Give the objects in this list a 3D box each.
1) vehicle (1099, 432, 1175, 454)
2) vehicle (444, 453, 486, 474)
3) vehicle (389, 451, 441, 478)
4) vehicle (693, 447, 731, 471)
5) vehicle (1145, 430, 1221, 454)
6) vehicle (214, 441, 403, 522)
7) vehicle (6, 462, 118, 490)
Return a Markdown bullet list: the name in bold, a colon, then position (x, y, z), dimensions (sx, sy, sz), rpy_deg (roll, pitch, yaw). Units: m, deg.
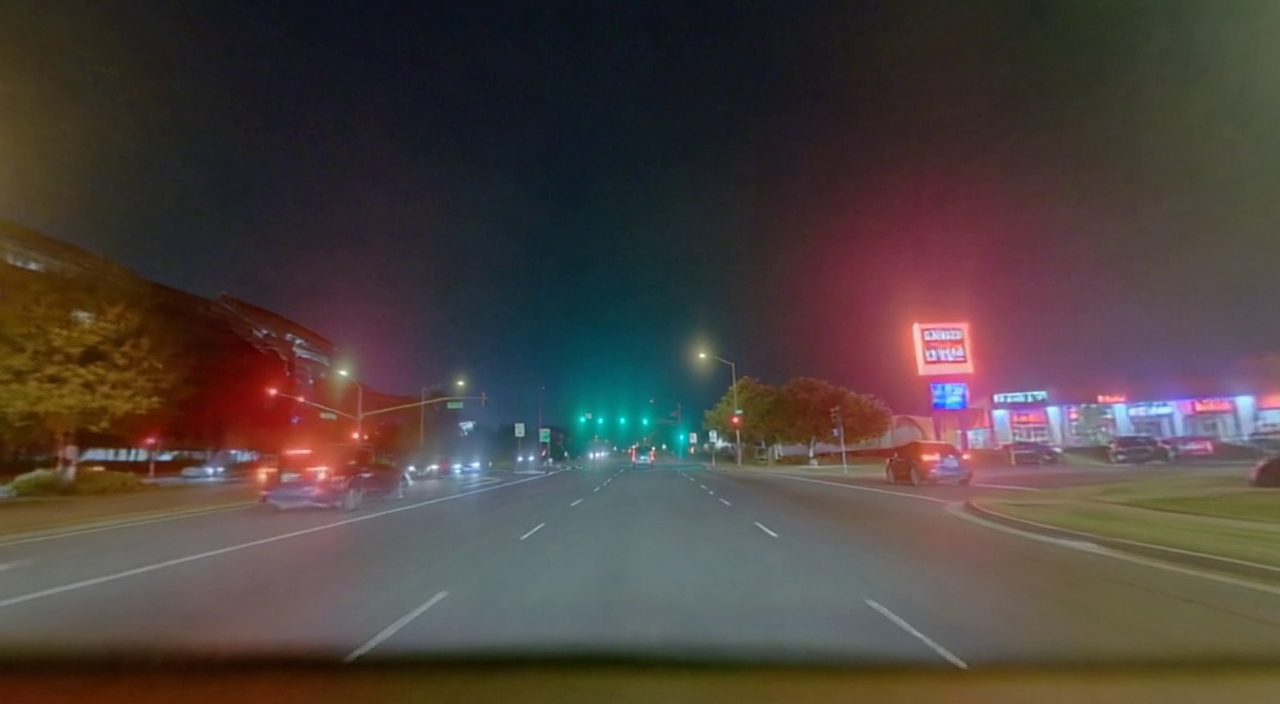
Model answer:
- **vehicle**: position (33.784, 6.230, 42.992), dimensions (1.753, 1.399, 4.538), rpy_deg (-1, -9, 5)
- **vehicle**: position (-13.257, 8.494, 48.103), dimensions (1.847, 1.424, 4.521), rpy_deg (0, -9, 1)
- **vehicle**: position (-16.744, 8.340, 47.189), dimensions (2.072, 1.862, 4.948), rpy_deg (0, -9, 0)
- **vehicle**: position (4.614, 6.928, 41.133), dimensions (1.913, 1.463, 4.198), rpy_deg (0, -9, -1)
- **vehicle**: position (36.180, 6.034, 42.108), dimensions (1.815, 1.461, 3.911), rpy_deg (-1, -9, 5)
- **vehicle**: position (-7.857, 3.073, 15.682), dimensions (2.231, 1.650, 5.052), rpy_deg (0, -9, -4)
- **vehicle**: position (-34.058, 7.289, 37.223), dimensions (4.520, 1.524, 2.075), rpy_deg (0, -9, 1)
